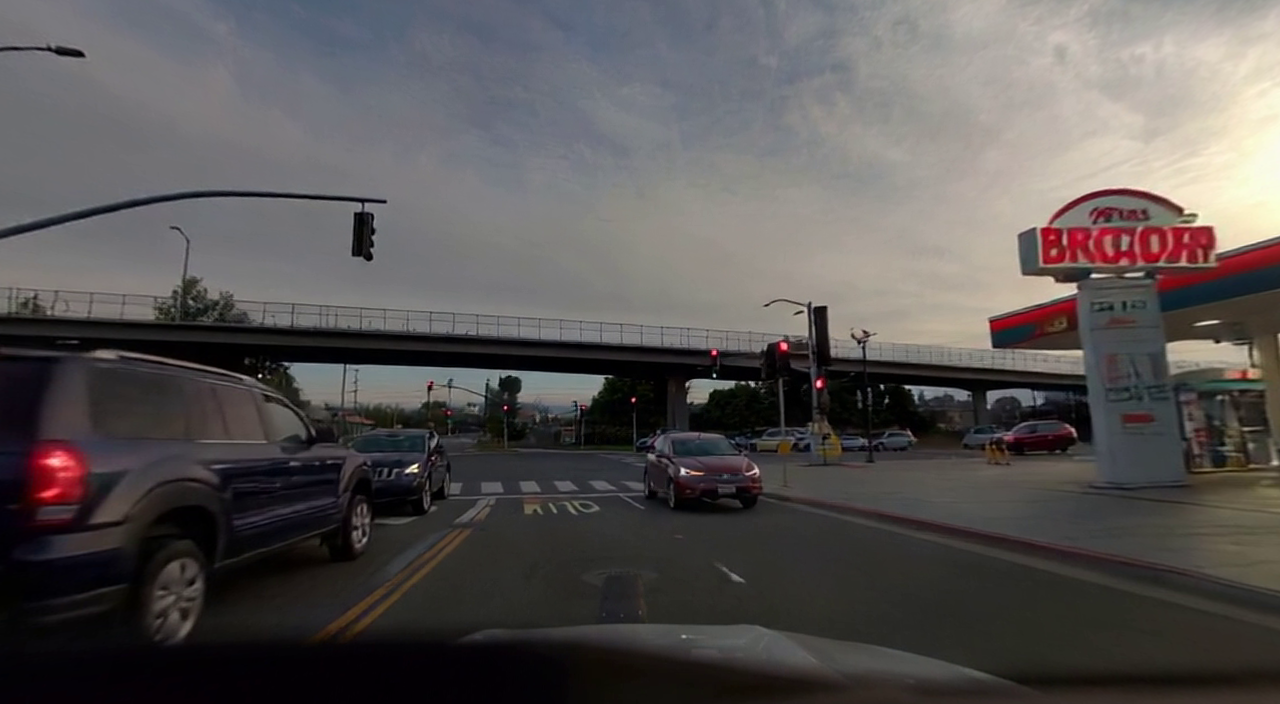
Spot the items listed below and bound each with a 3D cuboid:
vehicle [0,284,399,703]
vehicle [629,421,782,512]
[{"bbox_3d":[-3.784,1.040,4.839,2.254,2.006,4.766,1,-9,-4],"label":"vehicle"},{"bbox_3d":[1.341,2.705,15.374,2.202,1.822,4.826,2,-9,-13],"label":"vehicle"}]
